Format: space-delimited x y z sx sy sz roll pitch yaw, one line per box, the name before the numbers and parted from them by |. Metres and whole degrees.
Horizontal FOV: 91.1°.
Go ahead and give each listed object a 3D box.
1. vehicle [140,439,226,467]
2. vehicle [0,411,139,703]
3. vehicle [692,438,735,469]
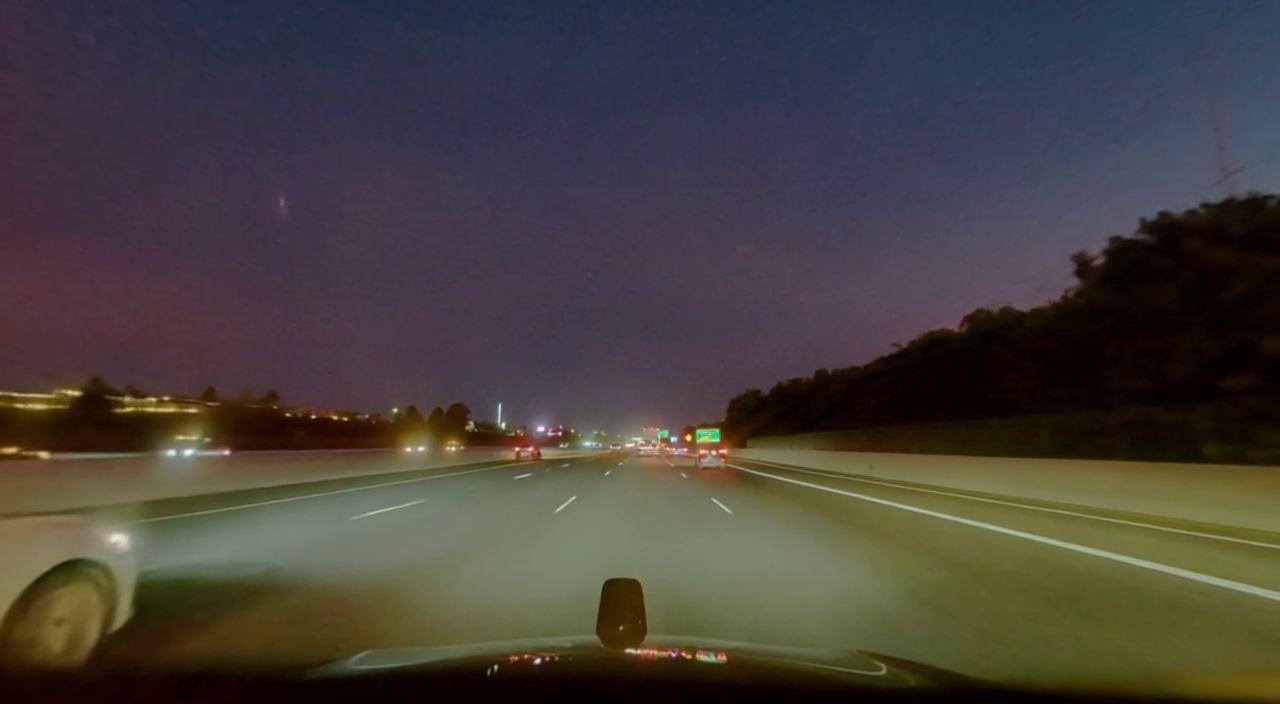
vehicle | -32.202 7.115 44.449 2.228 1.813 5.001 0 -8 1
vehicle | -4.049 0.839 1.697 1.947 1.479 4.114 0 -8 0
vehicle | 4.202 5.877 36.494 2.046 1.655 4.143 0 -9 0
